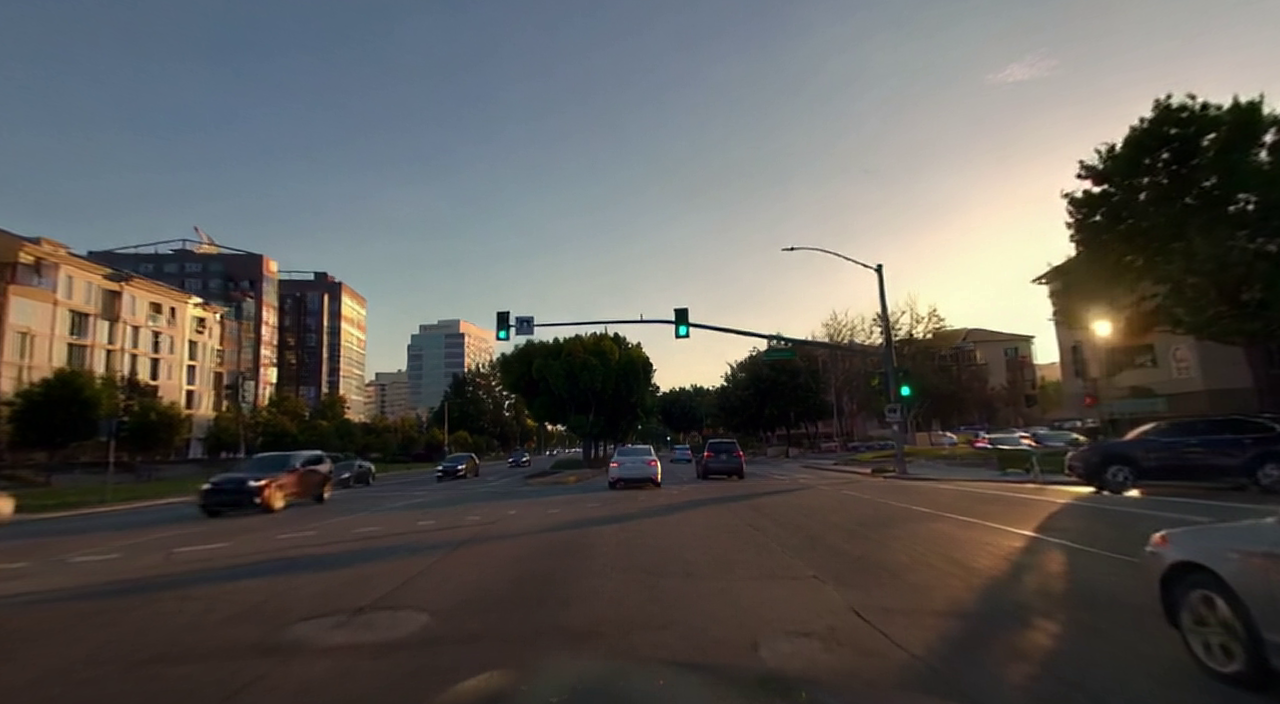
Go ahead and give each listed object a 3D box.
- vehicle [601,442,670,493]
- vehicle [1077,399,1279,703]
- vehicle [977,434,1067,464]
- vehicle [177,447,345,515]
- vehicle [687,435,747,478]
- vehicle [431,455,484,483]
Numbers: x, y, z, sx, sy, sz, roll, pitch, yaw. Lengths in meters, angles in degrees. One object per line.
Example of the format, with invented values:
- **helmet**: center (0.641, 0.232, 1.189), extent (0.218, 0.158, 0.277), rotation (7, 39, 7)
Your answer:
- **vehicle**: center (-0.138, 3.710, 20.685), extent (2.034, 1.500, 3.966), rotation (0, -8, 0)
- **vehicle**: center (3.797, 0.793, 1.702), extent (2.049, 1.473, 4.425), rotation (0, -8, 0)
- **vehicle**: center (21.278, 5.465, 35.456), extent (1.865, 1.452, 4.585), rotation (-3, -9, -4)
- **vehicle**: center (-11.108, 3.768, 19.022), extent (2.102, 1.758, 4.532), rotation (0, -8, 2)
- **vehicle**: center (3.424, 4.746, 28.945), extent (2.107, 1.773, 4.557), rotation (0, -8, -1)
- **vehicle**: center (-10.749, 6.905, 37.550), extent (1.808, 1.512, 4.447), rotation (0, -8, 1)
